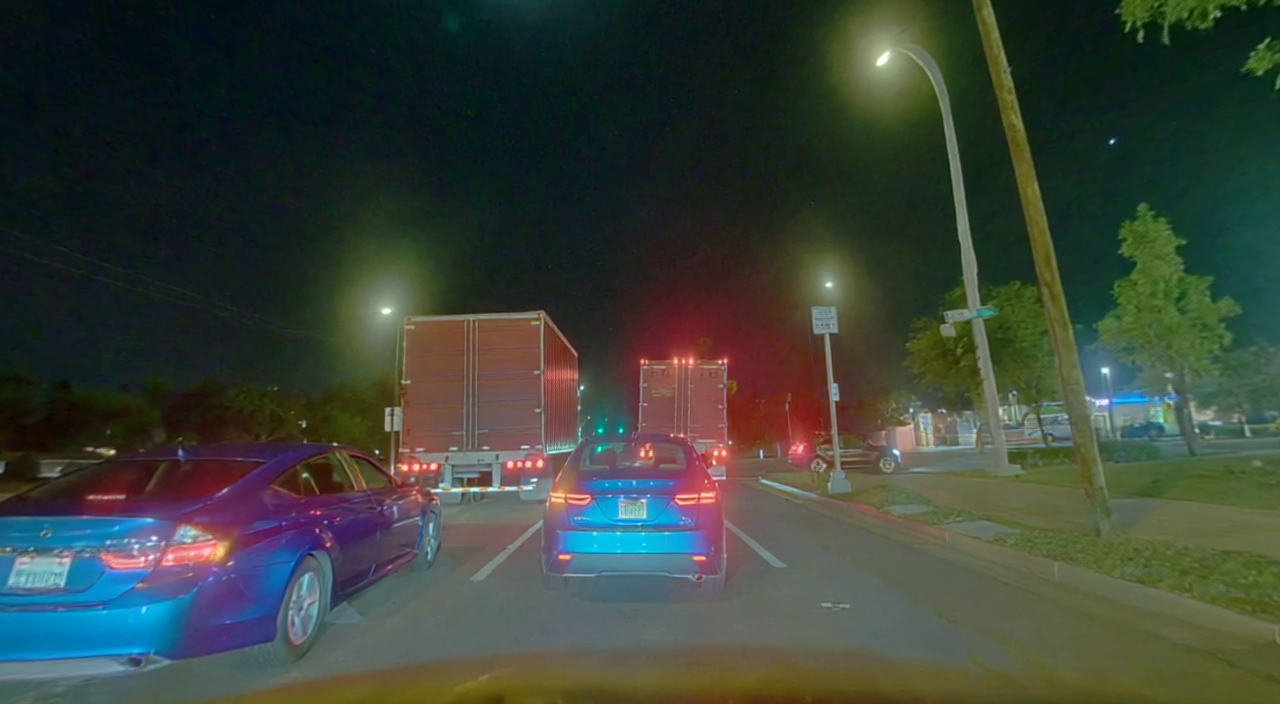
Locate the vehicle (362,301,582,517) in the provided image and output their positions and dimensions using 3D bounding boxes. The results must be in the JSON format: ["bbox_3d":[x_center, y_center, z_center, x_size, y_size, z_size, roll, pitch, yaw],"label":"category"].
[{"bbox_3d":[-3.252,1.489,14.619,3.020,3.800,7.105,0,-8,1],"label":"vehicle"}]

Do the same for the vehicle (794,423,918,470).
[{"bbox_3d":[9.519,4.193,27.840,4.681,1.713,1.969,-1,-10,-12],"label":"vehicle"}]

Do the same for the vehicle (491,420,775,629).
[{"bbox_3d":[-0.102,1.567,6.709,2.067,1.506,4.118,0,-8,-2],"label":"vehicle"}]

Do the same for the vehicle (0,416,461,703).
[{"bbox_3d":[-3.096,1.365,5.155,1.969,1.471,4.378,0,-8,0],"label":"vehicle"}]
